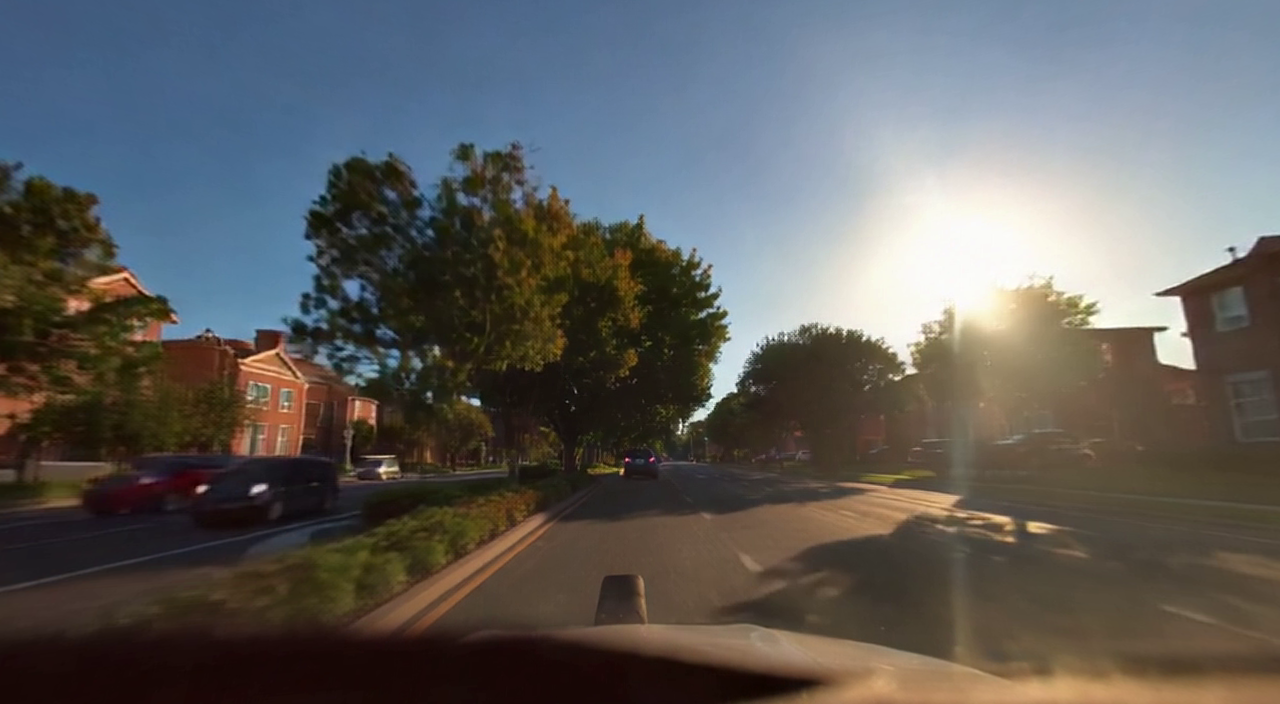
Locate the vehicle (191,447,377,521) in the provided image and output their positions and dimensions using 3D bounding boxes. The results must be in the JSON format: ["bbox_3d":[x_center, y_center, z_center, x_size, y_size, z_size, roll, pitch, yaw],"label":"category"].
[{"bbox_3d":[-8.469,3.132,15.621,1.957,1.527,4.411,0,-9,1],"label":"vehicle"}]

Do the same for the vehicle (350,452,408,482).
[{"bbox_3d":[-18.387,8.064,44.753,2.048,1.955,4.692,0,-9,1],"label":"vehicle"}]

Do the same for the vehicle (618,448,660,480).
[{"bbox_3d":[0.011,5.919,33.652,2.093,1.591,4.247,0,-9,1],"label":"vehicle"}]

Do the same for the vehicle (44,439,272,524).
[{"bbox_3d":[-11.809,3.160,16.064,2.052,1.808,4.716,0,-8,0],"label":"vehicle"}]
